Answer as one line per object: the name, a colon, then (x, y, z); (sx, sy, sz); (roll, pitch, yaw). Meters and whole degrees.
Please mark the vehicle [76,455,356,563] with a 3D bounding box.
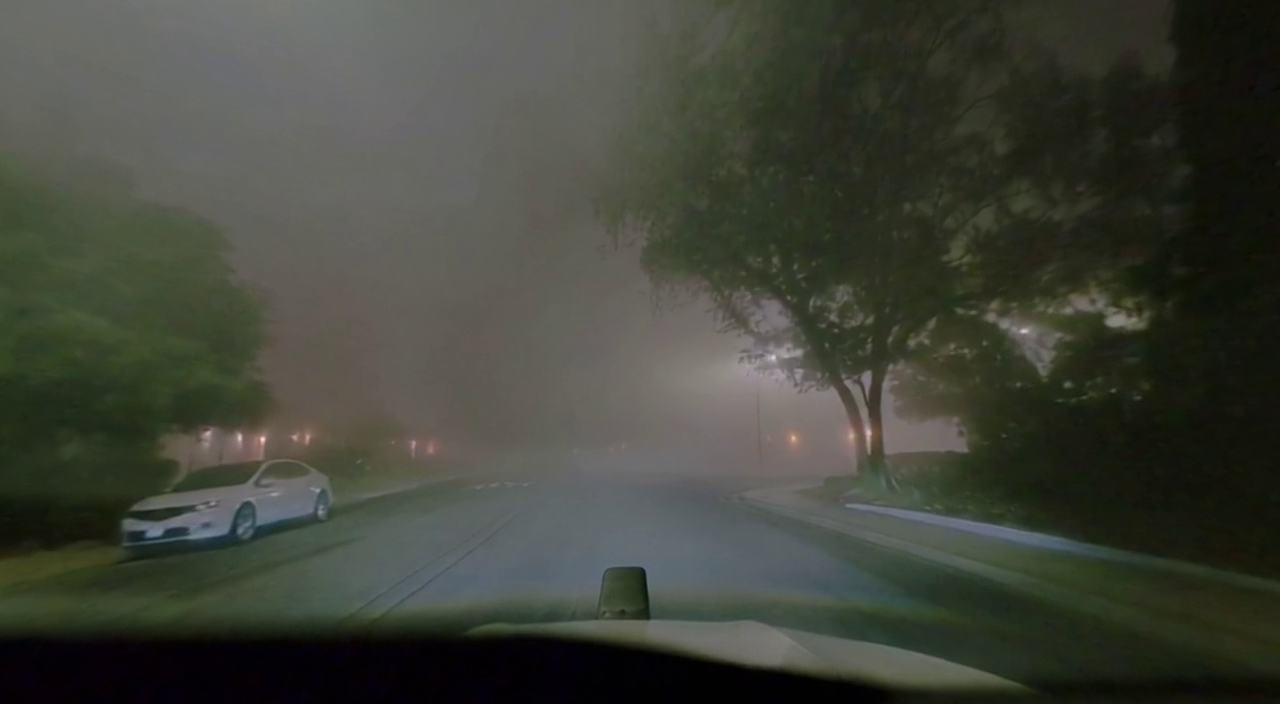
vehicle: (-7.536, 2.784, 12.156); (2.069, 1.487, 5.470); (-1, -9, -6)
